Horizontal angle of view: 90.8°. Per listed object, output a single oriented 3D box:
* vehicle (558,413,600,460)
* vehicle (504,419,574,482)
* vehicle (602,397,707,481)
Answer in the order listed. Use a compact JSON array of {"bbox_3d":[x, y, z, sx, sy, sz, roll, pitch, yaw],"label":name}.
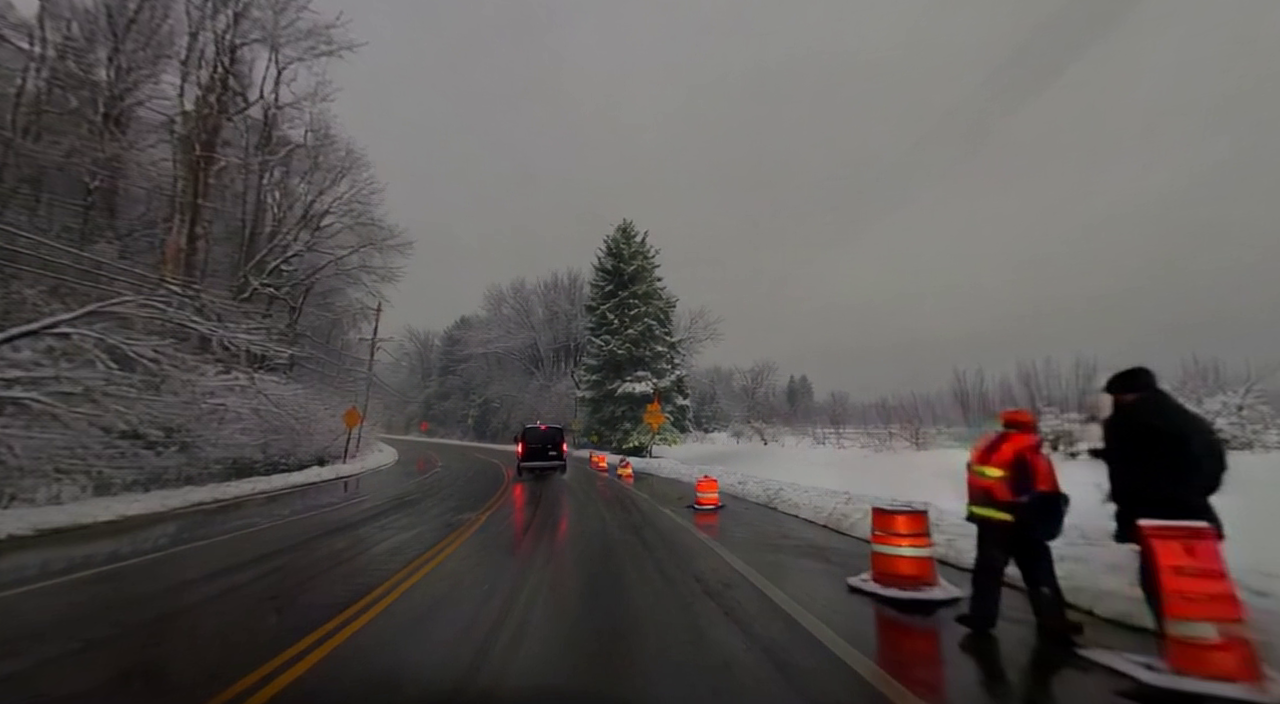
[{"bbox_3d":[-4.323,5.923,43.985,2.703,3.066,4.047,1,-9,-8],"label":"vehicle"},{"bbox_3d":[-4.155,3.920,25.324,2.362,2.223,4.892,2,-9,-13],"label":"vehicle"},{"bbox_3d":[0.341,4.014,29.496,3.126,3.310,8.534,1,-7,-11],"label":"vehicle"}]
